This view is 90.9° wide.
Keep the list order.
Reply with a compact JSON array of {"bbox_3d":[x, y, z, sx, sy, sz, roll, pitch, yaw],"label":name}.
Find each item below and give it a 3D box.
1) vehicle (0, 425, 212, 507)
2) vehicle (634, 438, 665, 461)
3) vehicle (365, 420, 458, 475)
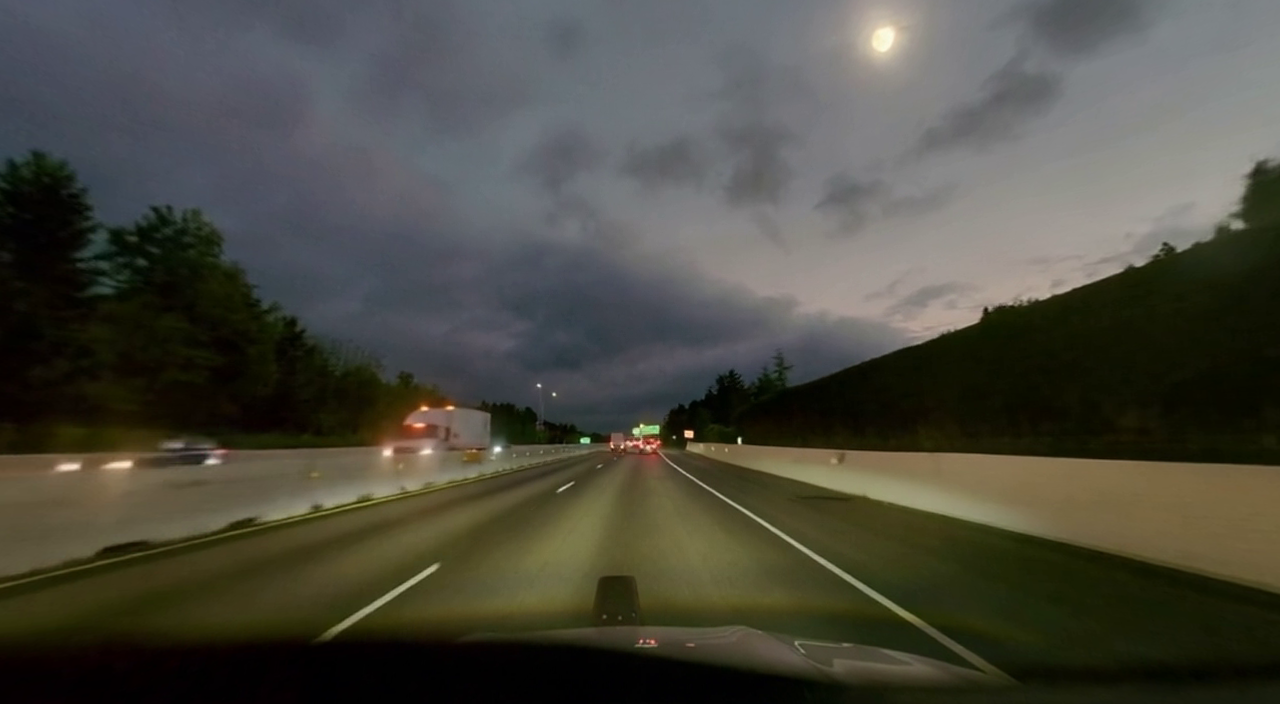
[{"bbox_3d":[-14.983,3.121,17.792,2.067,1.948,5.164,0,-8,0],"label":"vehicle"},{"bbox_3d":[0.637,6.791,44.061,2.030,1.523,4.114,0,-8,0],"label":"vehicle"},{"bbox_3d":[-10.829,4.597,30.455,2.323,2.410,5.572,0,-8,1],"label":"vehicle"}]
